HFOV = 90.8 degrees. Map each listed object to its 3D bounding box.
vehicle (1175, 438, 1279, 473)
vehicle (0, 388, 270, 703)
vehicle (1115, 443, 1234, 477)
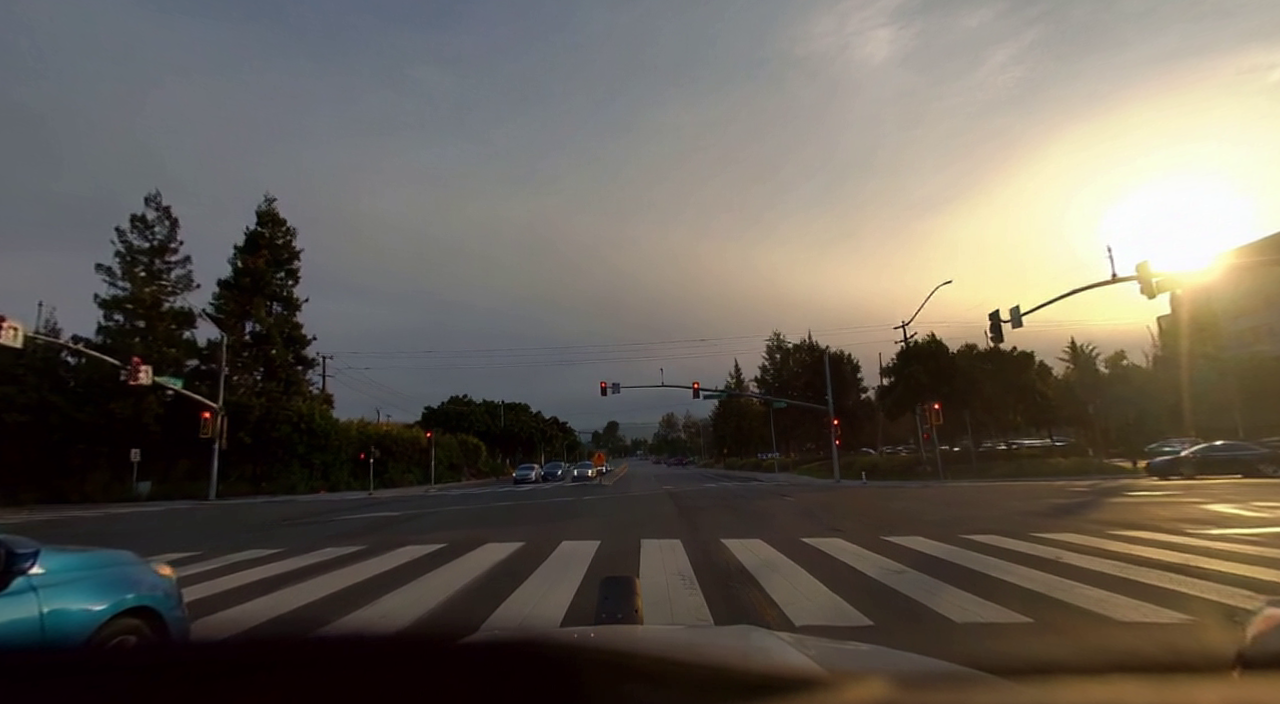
[{"bbox_3d":[25.665,4.379,26.800,4.347,1.411,1.784,0,-9,-2],"label":"vehicle"},{"bbox_3d":[-2.991,0.801,1.451,1.969,1.513,3.773,0,-9,0],"label":"vehicle"},{"bbox_3d":[25.097,5.059,29.757,4.123,1.469,1.790,0,-8,-5],"label":"vehicle"}]
